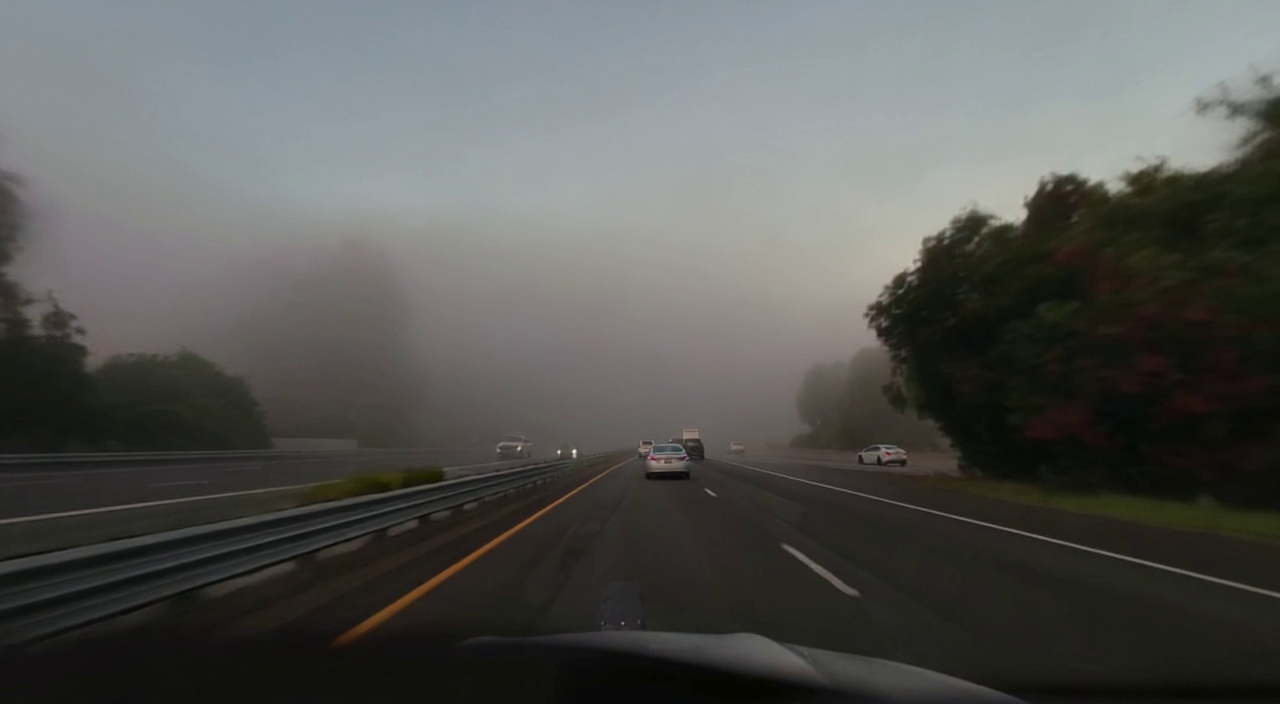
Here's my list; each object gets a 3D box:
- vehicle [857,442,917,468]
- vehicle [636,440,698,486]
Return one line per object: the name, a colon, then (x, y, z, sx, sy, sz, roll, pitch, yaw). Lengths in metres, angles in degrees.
vehicle: (14.863, 6.233, 38.108, 1.926, 1.483, 3.528, 0, -9, -4)
vehicle: (0.888, 3.968, 22.849, 2.053, 1.483, 4.185, 0, -9, 0)
